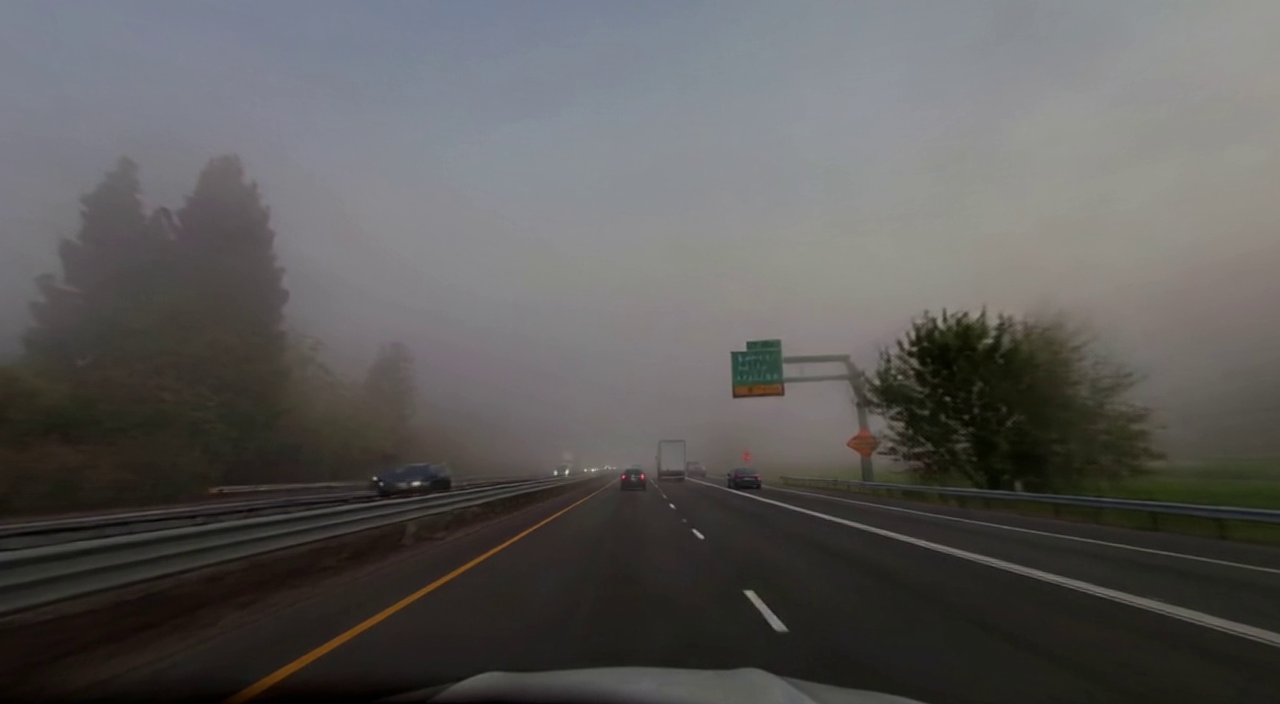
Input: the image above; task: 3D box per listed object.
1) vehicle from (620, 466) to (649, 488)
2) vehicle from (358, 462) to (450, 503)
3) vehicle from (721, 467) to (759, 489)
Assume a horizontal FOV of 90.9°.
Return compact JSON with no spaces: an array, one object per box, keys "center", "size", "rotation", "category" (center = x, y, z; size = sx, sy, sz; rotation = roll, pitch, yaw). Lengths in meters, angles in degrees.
[{"center":[-0.419,9.082,45.848],"size":[2.025,1.452,3.927],"rotation":[1,-10,-1],"category":"vehicle"},{"center":[-9.701,5.409,26.304],"size":[2.098,1.510,4.343],"rotation":[1,-10,1],"category":"vehicle"},{"center":[7.226,9.183,46.047],"size":[1.977,1.494,4.311],"rotation":[1,-10,-2],"category":"vehicle"}]
